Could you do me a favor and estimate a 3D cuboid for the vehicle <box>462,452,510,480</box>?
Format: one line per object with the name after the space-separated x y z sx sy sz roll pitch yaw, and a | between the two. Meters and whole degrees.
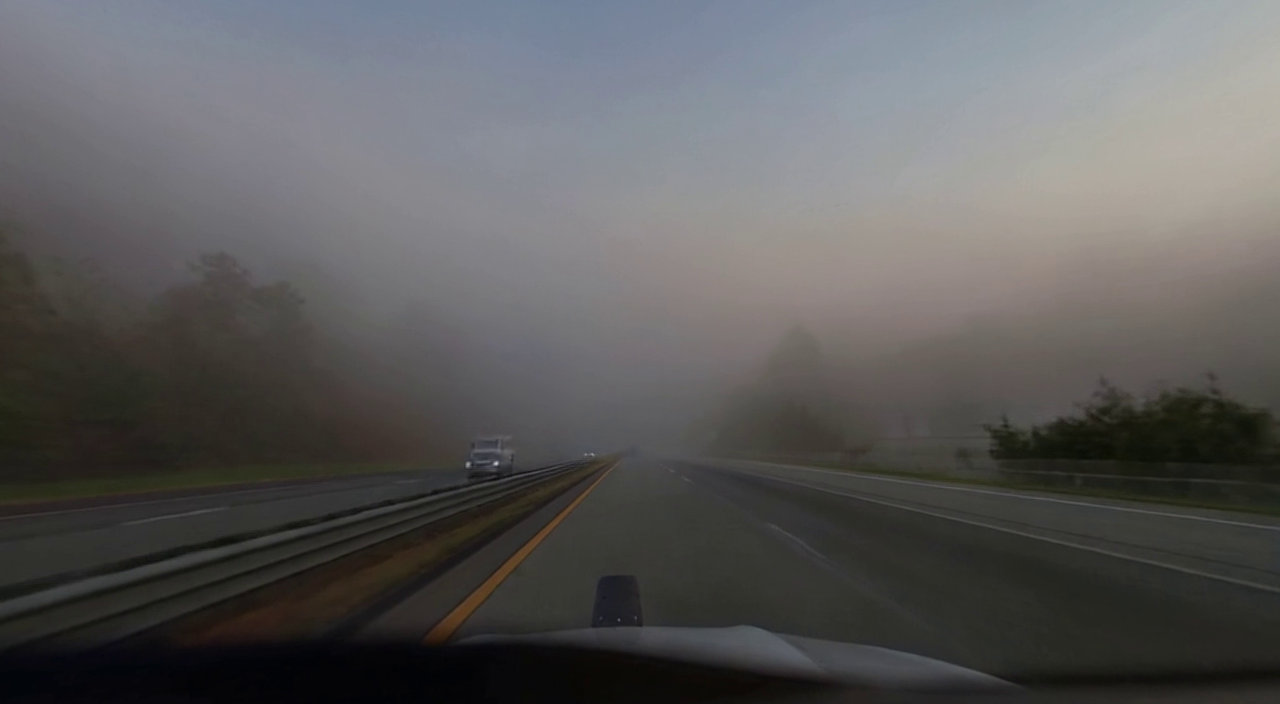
-8.894 6.603 36.628 1.842 1.452 3.655 0 -9 0 | vehicle
